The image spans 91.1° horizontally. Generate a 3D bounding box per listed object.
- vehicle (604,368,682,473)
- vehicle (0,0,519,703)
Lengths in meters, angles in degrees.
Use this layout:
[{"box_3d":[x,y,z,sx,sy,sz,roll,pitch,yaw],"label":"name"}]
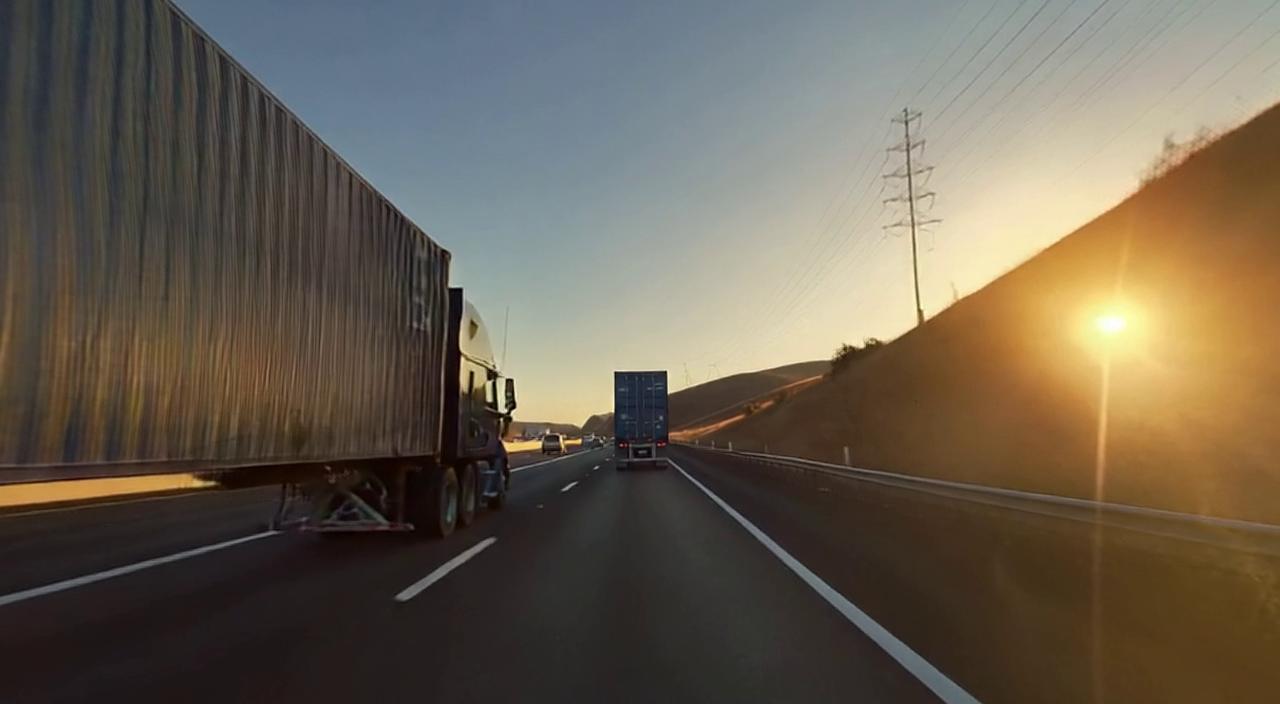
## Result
[{"box_3d":[0.038,3.496,30.414,3.006,4.120,11.586,0,-8,-1],"label":"vehicle"},{"box_3d":[-4.130,0.192,7.149,3.314,4.224,9.816,0,-8,1],"label":"vehicle"}]
